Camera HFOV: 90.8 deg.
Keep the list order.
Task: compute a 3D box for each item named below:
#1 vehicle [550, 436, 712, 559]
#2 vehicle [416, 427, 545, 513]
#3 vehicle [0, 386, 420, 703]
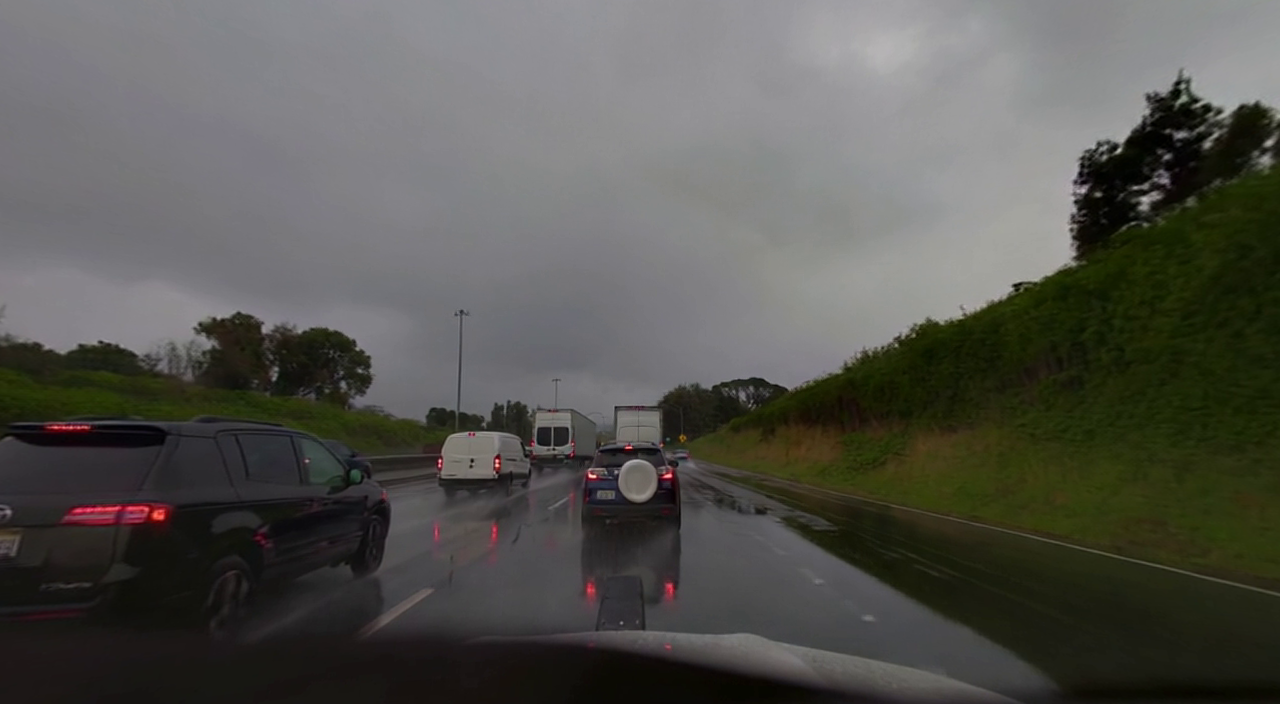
[{"bbox_3d":[-0.119,2.070,9.570,1.995,1.495,3.380,0,-9,0],"label":"vehicle"},{"bbox_3d":[-3.943,3.019,16.598,2.055,1.913,4.584,-1,-9,2],"label":"vehicle"},{"bbox_3d":[-3.677,1.342,5.329,2.029,1.656,4.437,-1,-9,0],"label":"vehicle"}]
